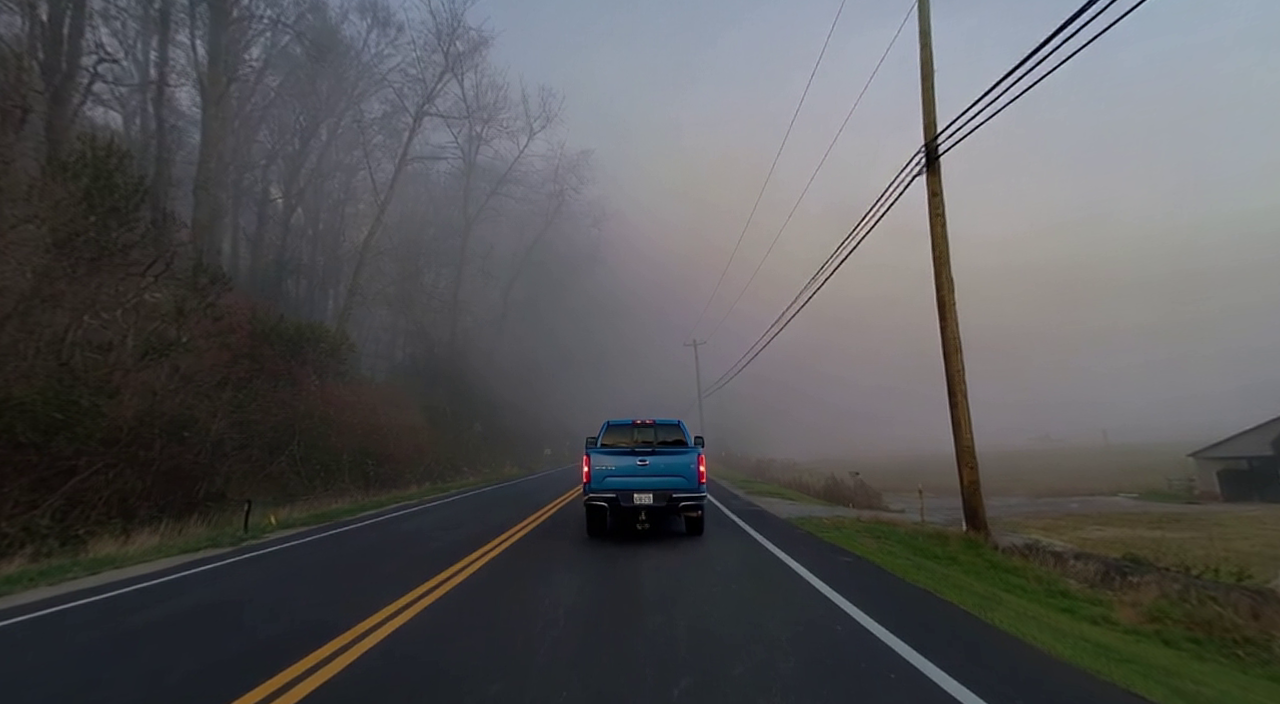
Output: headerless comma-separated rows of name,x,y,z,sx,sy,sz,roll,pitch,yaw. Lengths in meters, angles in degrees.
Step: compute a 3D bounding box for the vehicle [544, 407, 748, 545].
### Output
vehicle,0.043,2.133,11.637,2.774,1.861,5.885,0,-8,-1
